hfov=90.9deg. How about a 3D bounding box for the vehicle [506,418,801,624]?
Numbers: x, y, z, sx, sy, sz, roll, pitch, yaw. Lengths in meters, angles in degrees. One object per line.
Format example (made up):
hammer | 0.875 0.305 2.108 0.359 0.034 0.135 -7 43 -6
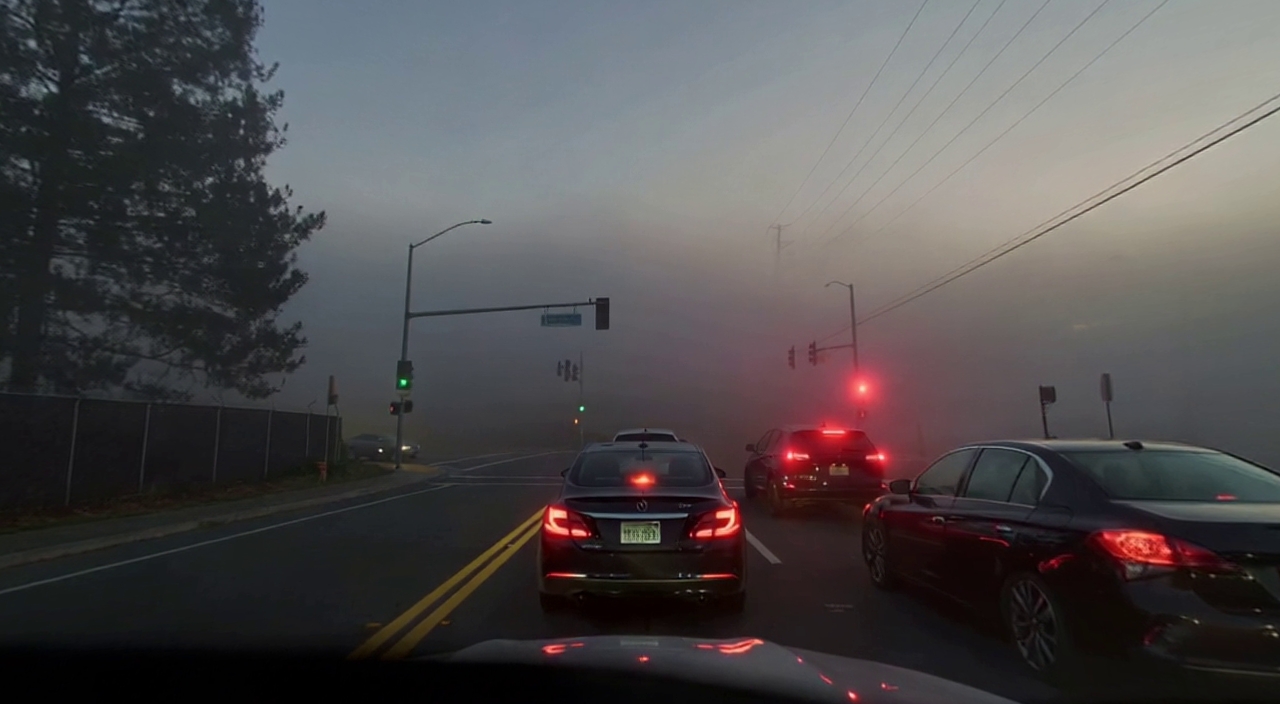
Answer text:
vehicle | 0.076 1.570 6.896 2.170 1.497 4.369 0 -8 -1

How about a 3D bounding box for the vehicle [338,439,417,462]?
vehicle | -17.228 6.453 41.460 4.406 1.458 1.892 -1 -8 7

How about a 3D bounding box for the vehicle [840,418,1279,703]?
vehicle | 3.098 1.255 4.224 2.027 1.432 4.431 0 -8 0
